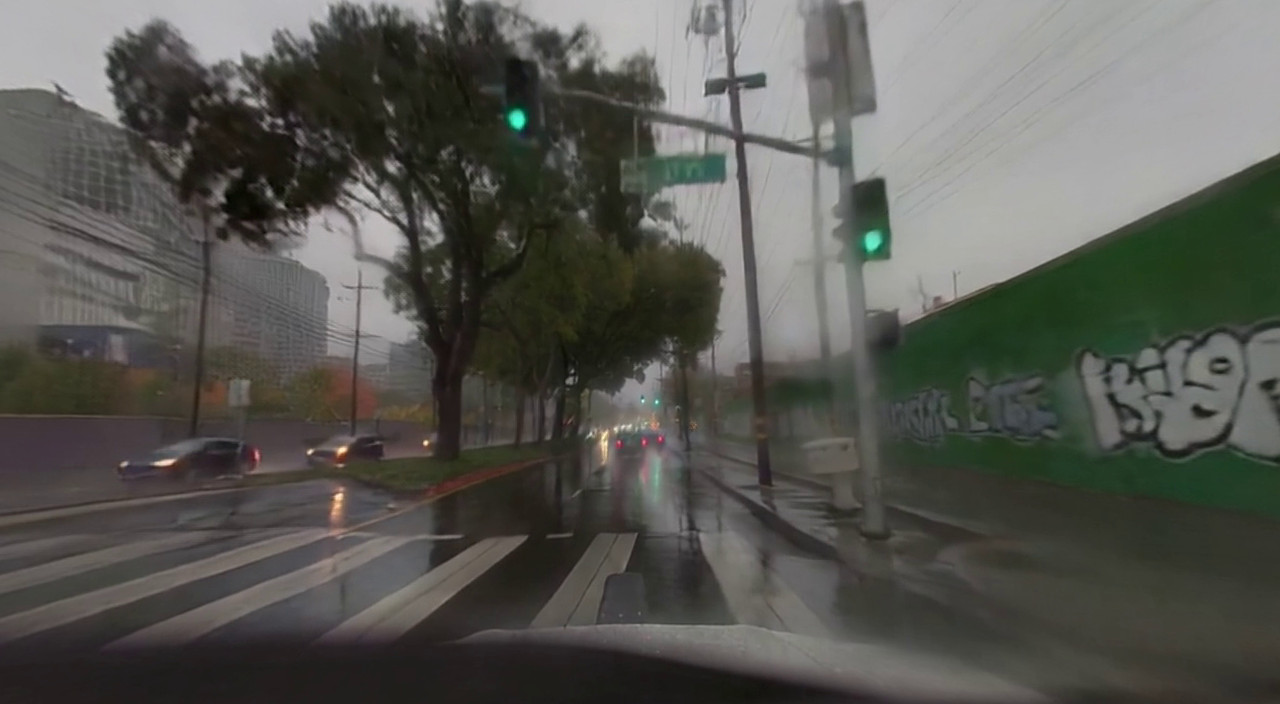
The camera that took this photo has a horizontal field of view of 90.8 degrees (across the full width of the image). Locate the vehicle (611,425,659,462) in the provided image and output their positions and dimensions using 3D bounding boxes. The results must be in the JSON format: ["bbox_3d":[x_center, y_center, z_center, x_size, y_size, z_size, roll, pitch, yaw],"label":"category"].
[{"bbox_3d":[-0.228,4.311,29.831,2.105,1.611,3.750,0,-8,0],"label":"vehicle"}]

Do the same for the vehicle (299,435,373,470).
[{"bbox_3d":[-15.839,5.242,33.173,1.841,1.658,3.953,0,-8,1],"label":"vehicle"}]

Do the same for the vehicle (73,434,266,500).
[{"bbox_3d":[-12.867,3.129,17.726,1.992,1.585,4.375,0,-8,1],"label":"vehicle"}]
